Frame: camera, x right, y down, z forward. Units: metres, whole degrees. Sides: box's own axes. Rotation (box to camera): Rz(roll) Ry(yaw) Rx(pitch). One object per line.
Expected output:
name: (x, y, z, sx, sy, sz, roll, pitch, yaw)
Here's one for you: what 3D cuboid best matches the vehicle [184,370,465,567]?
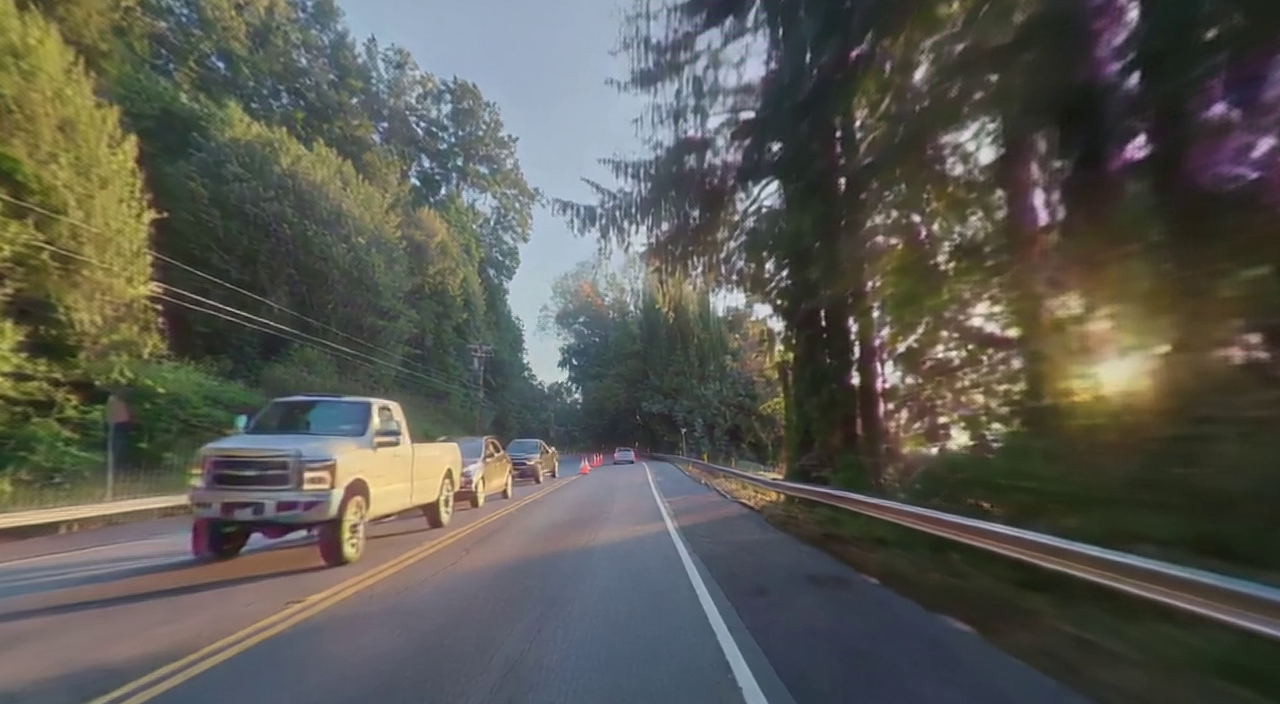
vehicle: (-4.572, 1.774, 10.126, 2.380, 2.488, 4.028, 0, -9, -1)
